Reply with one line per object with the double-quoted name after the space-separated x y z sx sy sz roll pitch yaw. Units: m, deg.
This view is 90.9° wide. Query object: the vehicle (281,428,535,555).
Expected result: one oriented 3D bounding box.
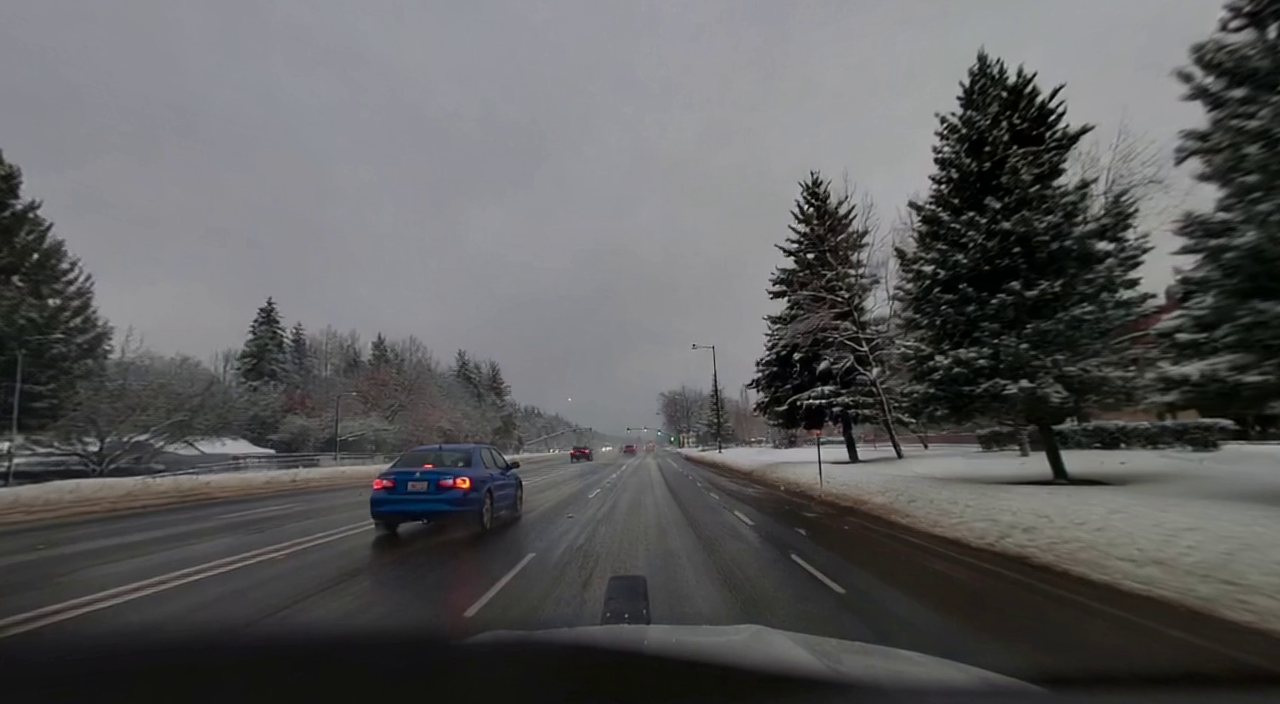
-3.129 1.985 9.730 2.152 1.479 4.394 0 -9 2 "vehicle"
